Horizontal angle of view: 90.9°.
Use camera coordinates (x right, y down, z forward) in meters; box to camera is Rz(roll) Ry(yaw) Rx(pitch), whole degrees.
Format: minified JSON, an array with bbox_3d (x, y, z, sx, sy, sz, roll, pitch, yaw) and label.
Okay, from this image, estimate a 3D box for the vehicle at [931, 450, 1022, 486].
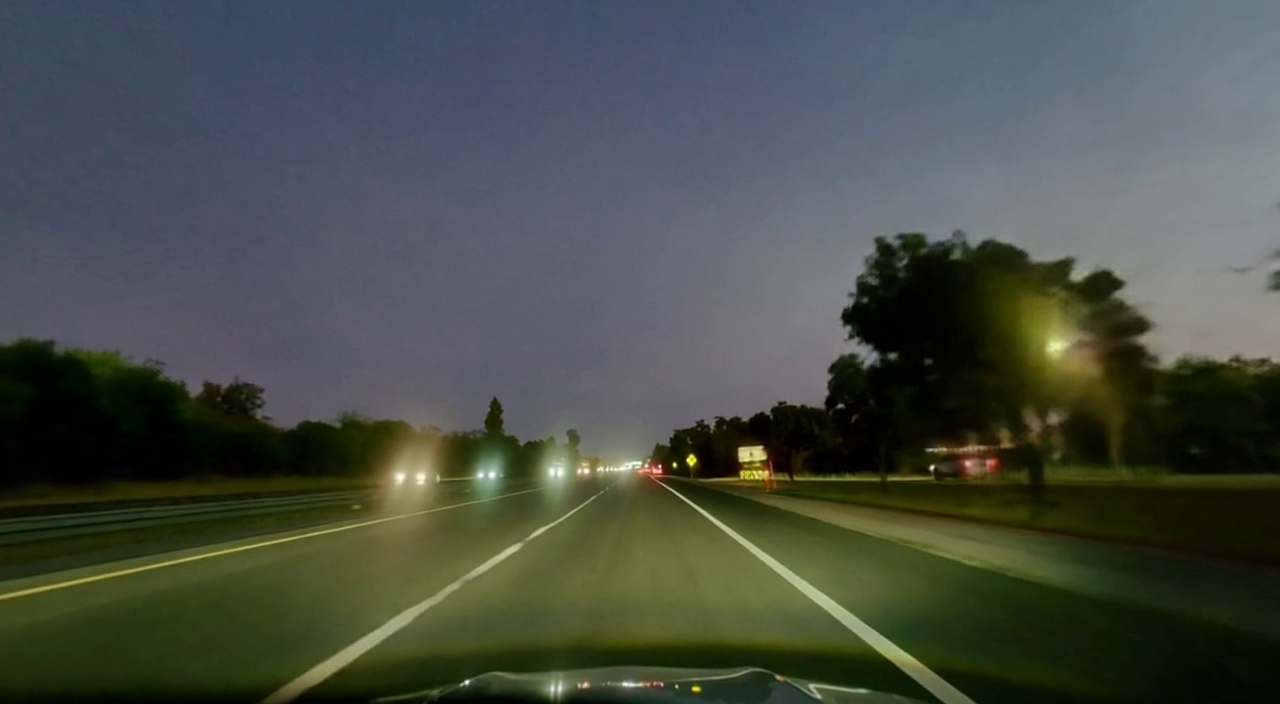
[{"bbox_3d":[16.157,5.624,30.521,1.973,1.540,3.978,2,-11,-4],"label":"vehicle"}]
